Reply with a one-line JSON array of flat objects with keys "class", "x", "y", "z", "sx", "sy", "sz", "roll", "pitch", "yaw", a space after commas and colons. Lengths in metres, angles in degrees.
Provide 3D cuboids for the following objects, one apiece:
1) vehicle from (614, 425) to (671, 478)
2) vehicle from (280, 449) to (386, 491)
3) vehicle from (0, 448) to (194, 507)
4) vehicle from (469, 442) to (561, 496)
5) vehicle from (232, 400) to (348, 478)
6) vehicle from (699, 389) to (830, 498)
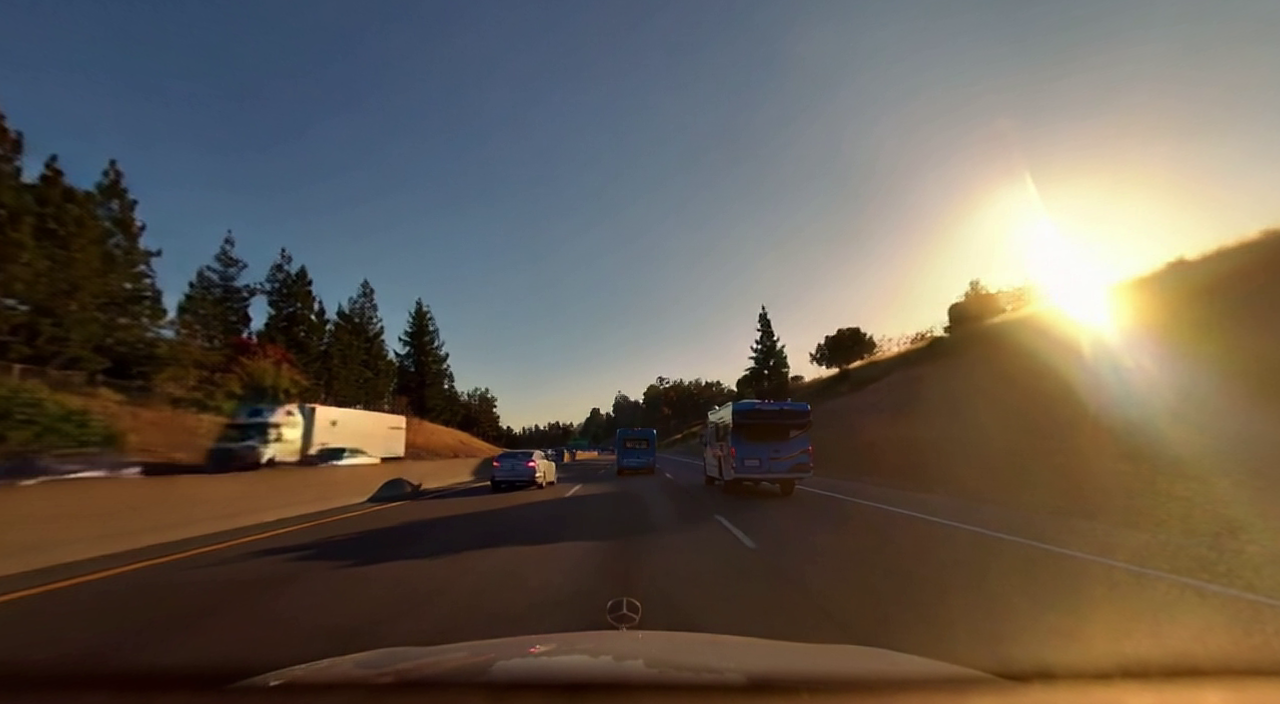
[{"class": "vehicle", "x": 0.089, "y": 4.814, "z": 30.610, "sx": 2.524, "sy": 2.310, "sz": 4.986, "roll": 0, "pitch": -9, "yaw": 0}, {"class": "vehicle", "x": -11.656, "y": 4.496, "z": 24.367, "sx": 1.830, "sy": 1.440, "sz": 4.453, "roll": 0, "pitch": -9, "yaw": 0}, {"class": "vehicle", "x": -15.783, "y": 3.605, "z": 18.632, "sx": 2.046, "sy": 1.505, "sz": 4.296, "roll": 0, "pitch": -9, "yaw": 0}, {"class": "vehicle", "x": -3.801, "y": 3.642, "z": 20.056, "sx": 1.959, "sy": 1.502, "sz": 4.559, "roll": 0, "pitch": -9, "yaw": 0}, {"class": "vehicle", "x": -19.544, "y": 4.955, "z": 35.744, "sx": 2.976, "sy": 3.963, "sz": 5.961, "roll": 0, "pitch": -9, "yaw": 0}, {"class": "vehicle", "x": 3.656, "y": 2.985, "z": 20.542, "sx": 2.607, "sy": 2.910, "sz": 7.252, "roll": 0, "pitch": -9, "yaw": -1}]
